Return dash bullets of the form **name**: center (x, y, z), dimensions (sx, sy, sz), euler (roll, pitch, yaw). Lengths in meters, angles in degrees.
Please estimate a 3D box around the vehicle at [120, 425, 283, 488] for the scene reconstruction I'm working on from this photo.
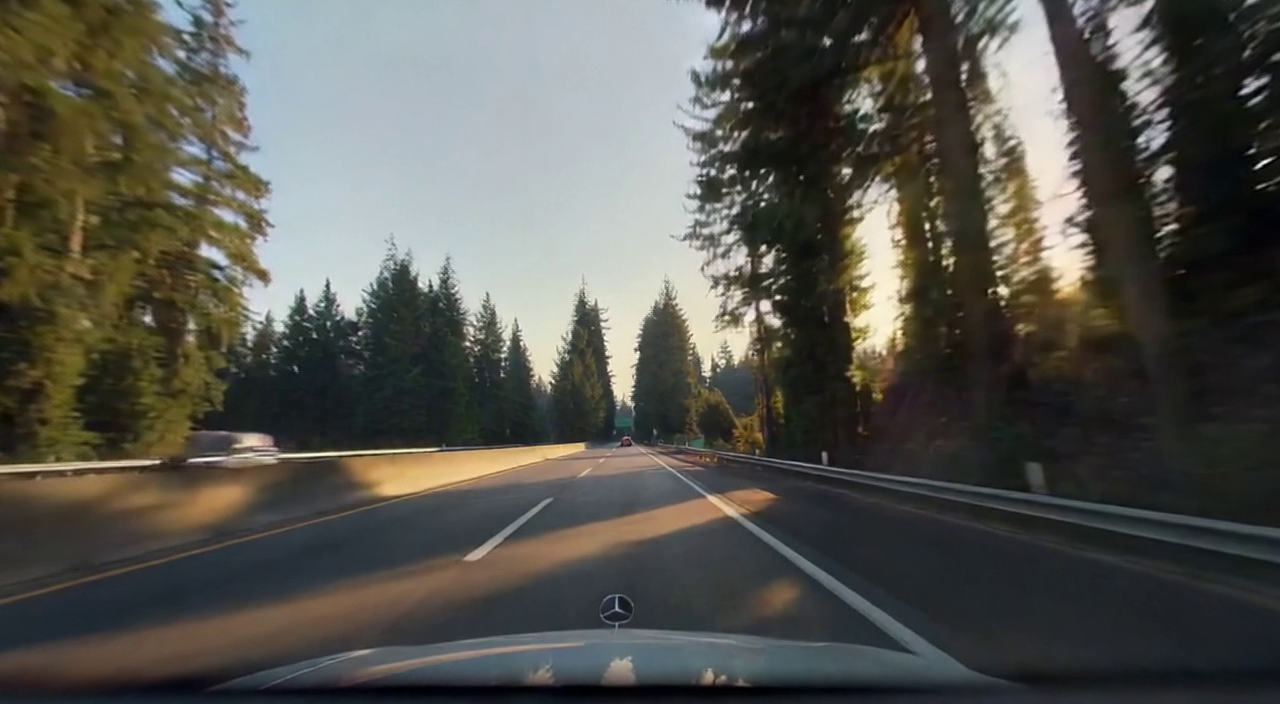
- **vehicle**: center (-13.896, 3.321, 20.385), dimensions (1.991, 1.780, 4.619), euler (0, -8, -2)
